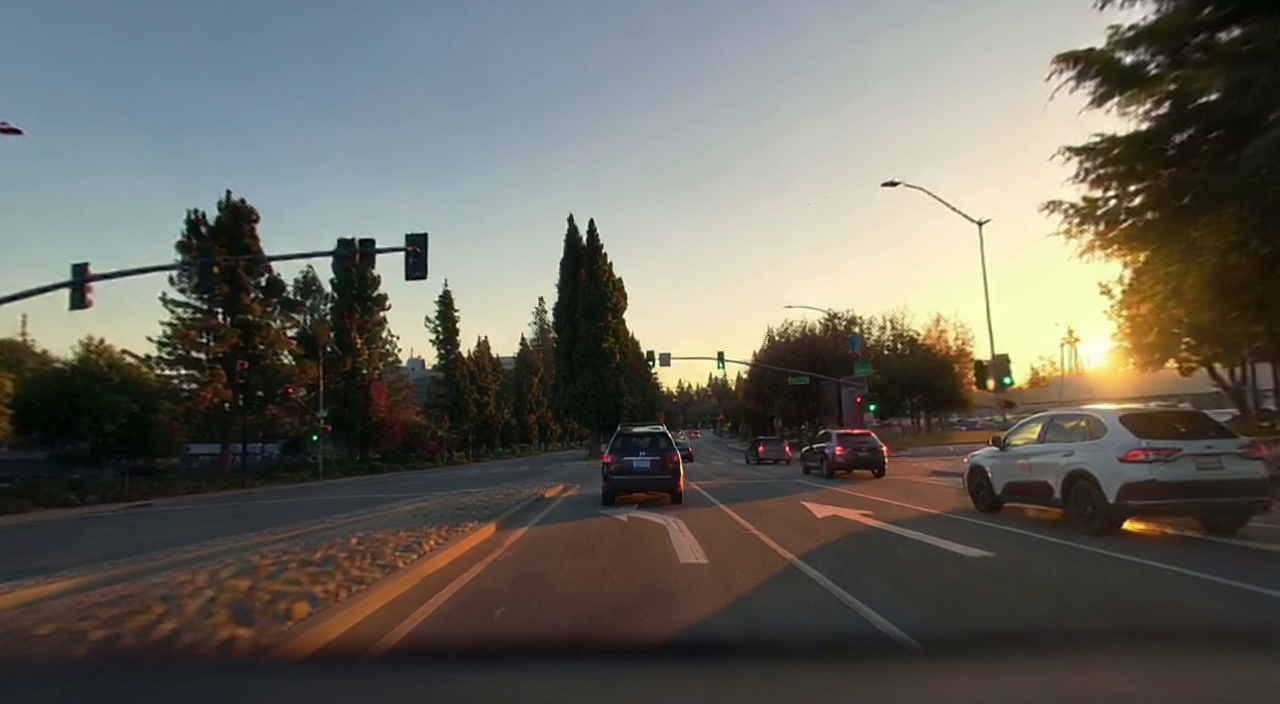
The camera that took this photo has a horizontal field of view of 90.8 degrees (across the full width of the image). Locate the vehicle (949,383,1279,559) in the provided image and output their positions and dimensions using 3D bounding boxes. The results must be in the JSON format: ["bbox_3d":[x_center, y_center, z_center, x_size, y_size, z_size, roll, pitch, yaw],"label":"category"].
[{"bbox_3d":[7.127,1.668,9.479,2.251,1.873,5.346,0,-9,0],"label":"vehicle"}]

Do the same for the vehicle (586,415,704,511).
[{"bbox_3d":[0.061,2.527,14.777,2.353,1.894,4.122,0,-9,-1],"label":"vehicle"}]

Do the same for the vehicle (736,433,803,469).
[{"bbox_3d":[6.864,5.361,34.165,2.440,1.775,4.791,0,-9,-2],"label":"vehicle"}]

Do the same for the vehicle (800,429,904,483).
[{"bbox_3d":[7.103,3.536,21.664,2.025,1.642,4.189,0,-9,-1],"label":"vehicle"}]
